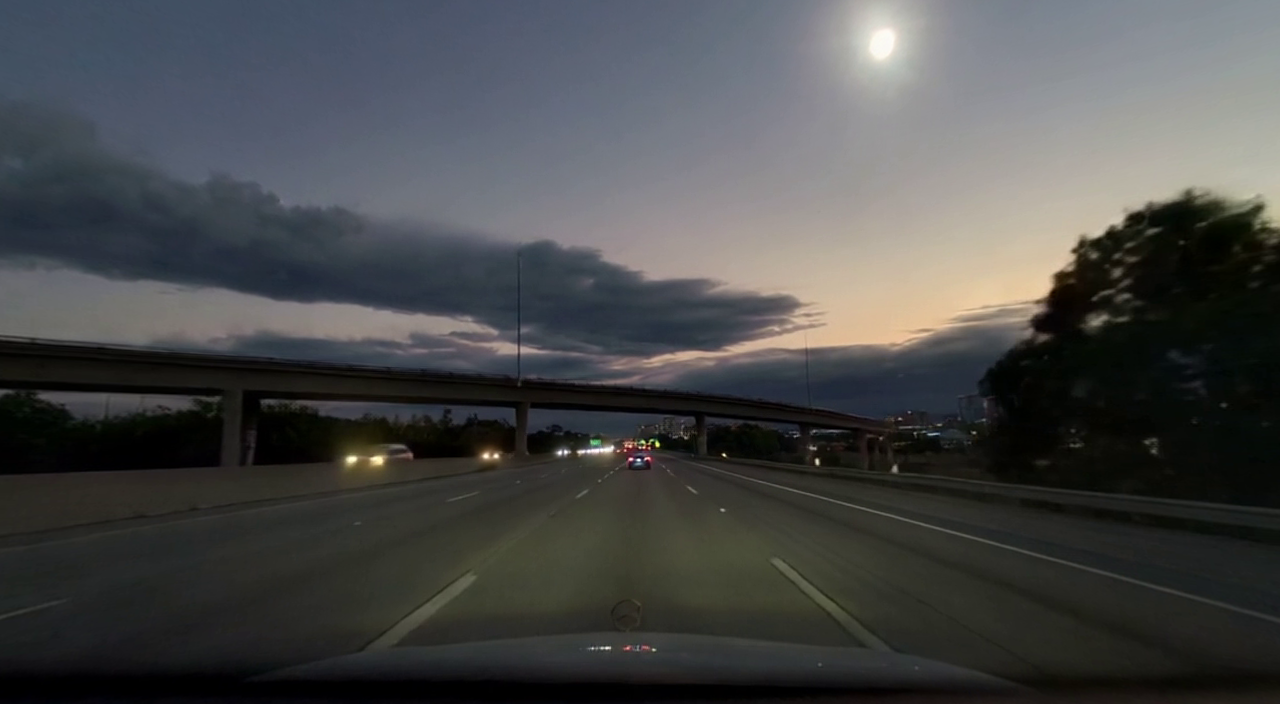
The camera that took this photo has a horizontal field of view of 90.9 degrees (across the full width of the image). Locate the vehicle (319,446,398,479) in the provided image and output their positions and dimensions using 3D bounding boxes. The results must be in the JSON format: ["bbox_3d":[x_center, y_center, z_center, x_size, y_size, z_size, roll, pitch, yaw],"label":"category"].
[{"bbox_3d":[-15.734,6.165,35.527,2.099,1.702,4.908,-1,-9,1],"label":"vehicle"}]
